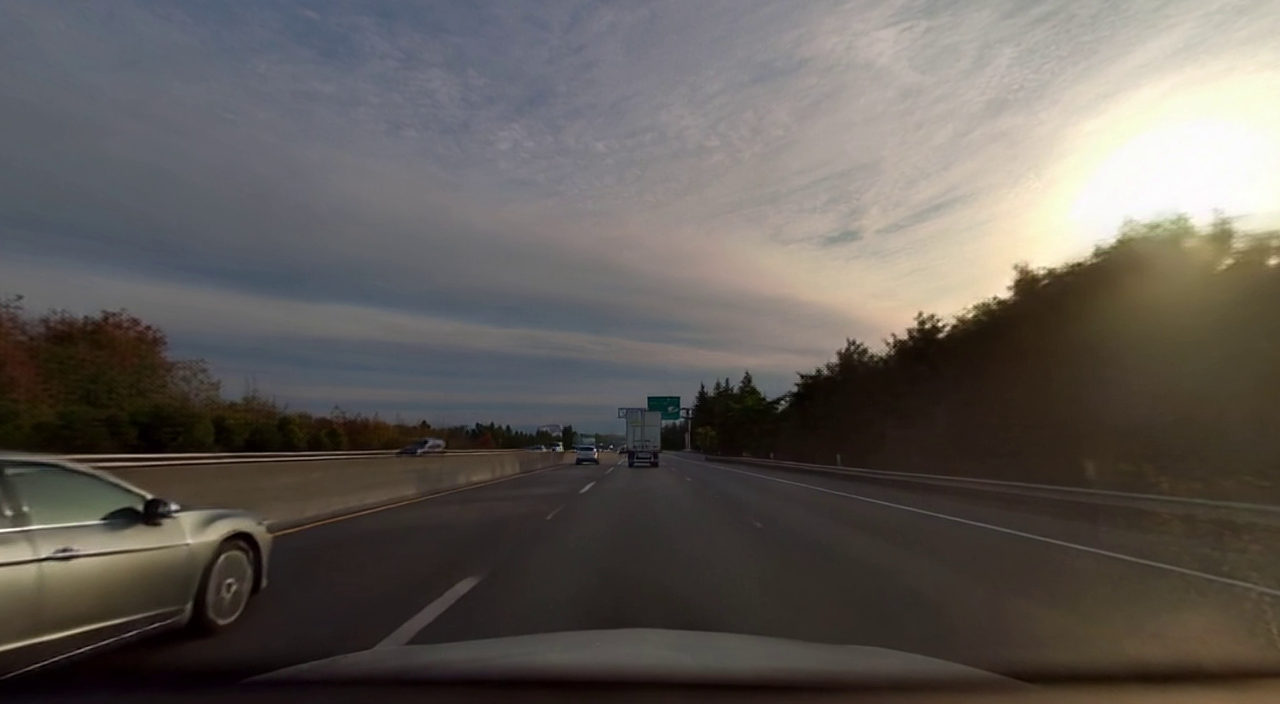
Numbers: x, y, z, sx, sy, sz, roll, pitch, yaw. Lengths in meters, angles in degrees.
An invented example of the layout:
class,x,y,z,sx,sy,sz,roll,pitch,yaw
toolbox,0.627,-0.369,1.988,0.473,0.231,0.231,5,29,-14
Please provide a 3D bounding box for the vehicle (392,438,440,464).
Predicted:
class,x,y,z,sx,sy,sz,roll,pitch,yaw
vehicle,-17.055,7.577,48.255,2.073,1.817,4.402,0,-9,0

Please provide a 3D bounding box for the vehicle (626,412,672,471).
class,x,y,z,sx,sy,sz,roll,pitch,yaw
vehicle,0.473,6.288,43.841,2.893,3.628,9.081,0,-9,-1
